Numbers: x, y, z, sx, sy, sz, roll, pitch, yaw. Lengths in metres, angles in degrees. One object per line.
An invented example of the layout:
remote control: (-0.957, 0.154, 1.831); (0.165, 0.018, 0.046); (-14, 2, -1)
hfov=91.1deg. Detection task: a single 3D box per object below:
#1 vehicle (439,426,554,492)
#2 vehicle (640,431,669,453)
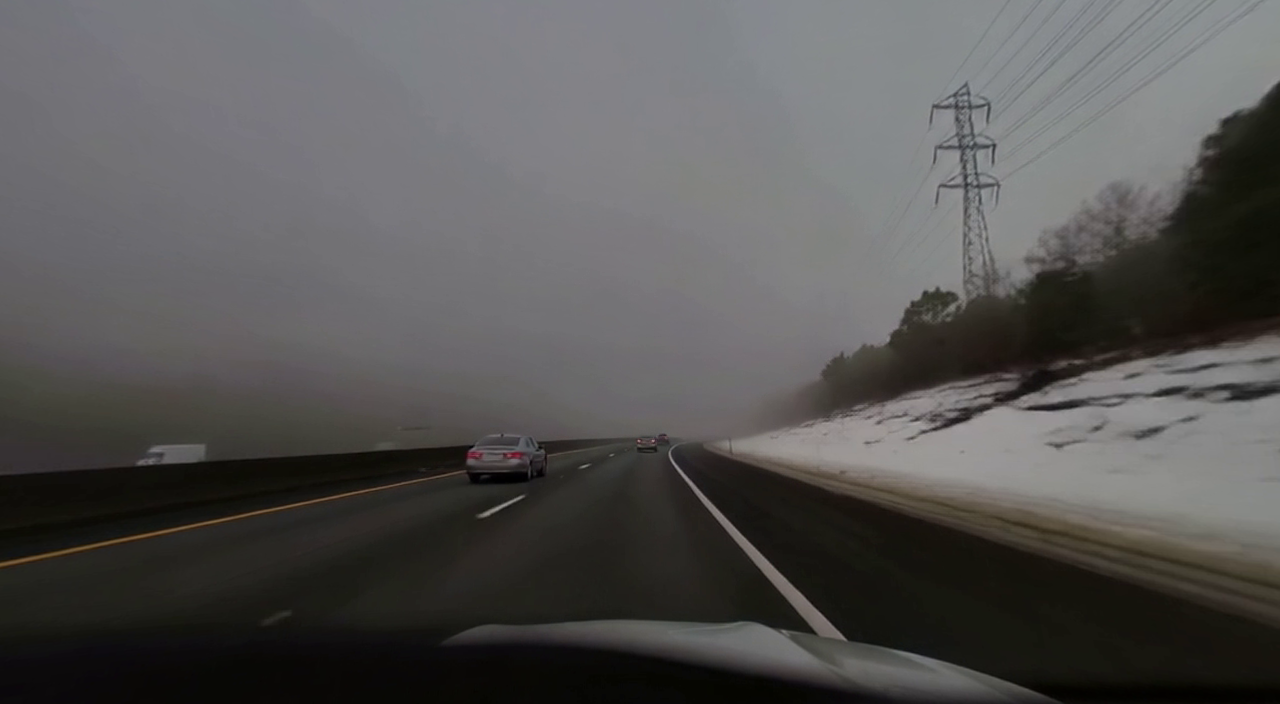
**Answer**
vehicle: (-3.638, 2.767, 16.816); (2.030, 1.522, 4.250); (0, -8, 1)
vehicle: (1.106, 6.783, 47.507); (2.077, 1.523, 4.206); (0, -8, 3)
